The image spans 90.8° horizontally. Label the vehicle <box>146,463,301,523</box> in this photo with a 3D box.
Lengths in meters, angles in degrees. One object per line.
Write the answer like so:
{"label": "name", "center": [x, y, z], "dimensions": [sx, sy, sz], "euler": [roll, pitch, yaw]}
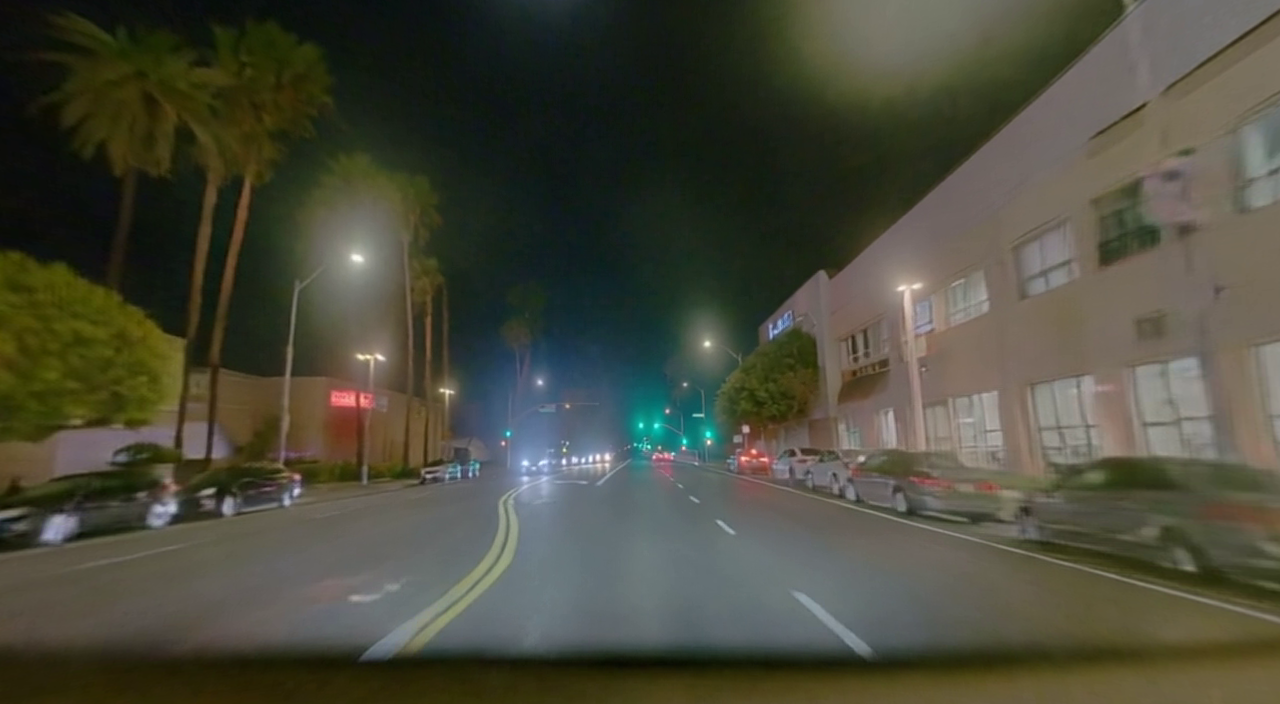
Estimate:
{"label": "vehicle", "center": [-12.649, 4.275, 19.629], "dimensions": [1.838, 1.515, 4.432], "euler": [0, -9, -1]}

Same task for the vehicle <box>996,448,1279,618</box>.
{"label": "vehicle", "center": [6.650, 1.947, 7.728], "dimensions": [1.831, 1.504, 4.498], "euler": [0, -9, -2]}

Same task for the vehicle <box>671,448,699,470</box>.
{"label": "vehicle", "center": [3.239, 7.798, 46.107], "dimensions": [1.896, 1.501, 3.625], "euler": [0, -9, 1]}

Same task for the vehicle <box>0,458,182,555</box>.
{"label": "vehicle", "center": [-12.655, 3.296, 13.500], "dimensions": [1.975, 1.570, 5.265], "euler": [-8, -7, -3]}

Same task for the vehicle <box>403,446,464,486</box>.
{"label": "vehicle", "center": [-12.510, 7.052, 38.606], "dimensions": [2.217, 1.976, 4.738], "euler": [-1, -15, -2]}

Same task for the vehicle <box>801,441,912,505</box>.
{"label": "vehicle", "center": [6.568, 3.697, 19.753], "dimensions": [1.846, 1.739, 4.525], "euler": [0, -9, 0]}

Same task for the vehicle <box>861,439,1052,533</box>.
{"label": "vehicle", "center": [6.577, 2.788, 13.809], "dimensions": [1.861, 1.695, 4.283], "euler": [0, -9, -1]}

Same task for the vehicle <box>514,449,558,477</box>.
{"label": "vehicle", "center": [-6.201, 6.654, 38.149], "dimensions": [2.010, 1.538, 3.871], "euler": [0, -9, 0]}

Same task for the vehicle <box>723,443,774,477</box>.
{"label": "vehicle", "center": [6.560, 6.591, 38.841], "dimensions": [2.128, 1.887, 5.602], "euler": [0, -9, 0]}
